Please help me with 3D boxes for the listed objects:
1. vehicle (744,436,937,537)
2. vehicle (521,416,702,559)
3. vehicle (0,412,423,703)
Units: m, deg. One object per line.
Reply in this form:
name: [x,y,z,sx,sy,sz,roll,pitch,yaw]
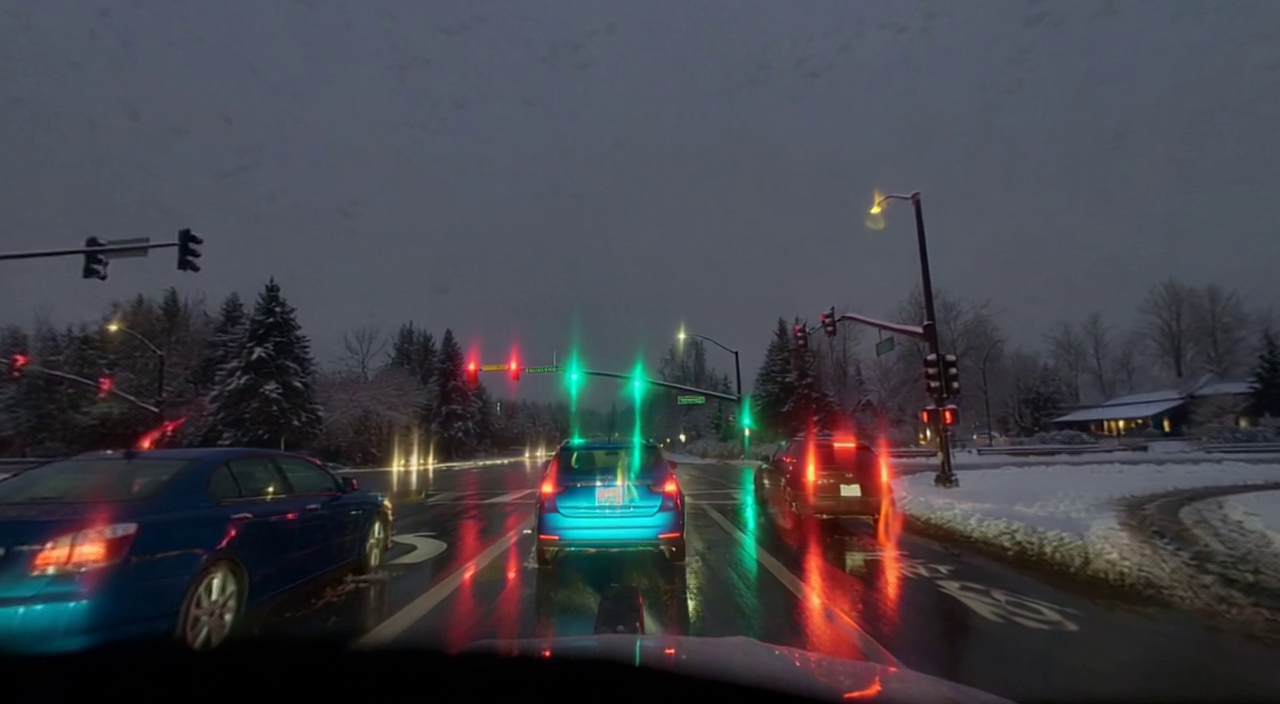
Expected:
vehicle: [3.278,2.280,11.414,1.970,1.449,4.433,0,-8,-1]
vehicle: [-0.342,1.826,9.143,2.038,1.599,3.844,0,-8,-1]
vehicle: [-3.578,1.347,5.150,2.052,1.472,4.479,0,-8,0]
